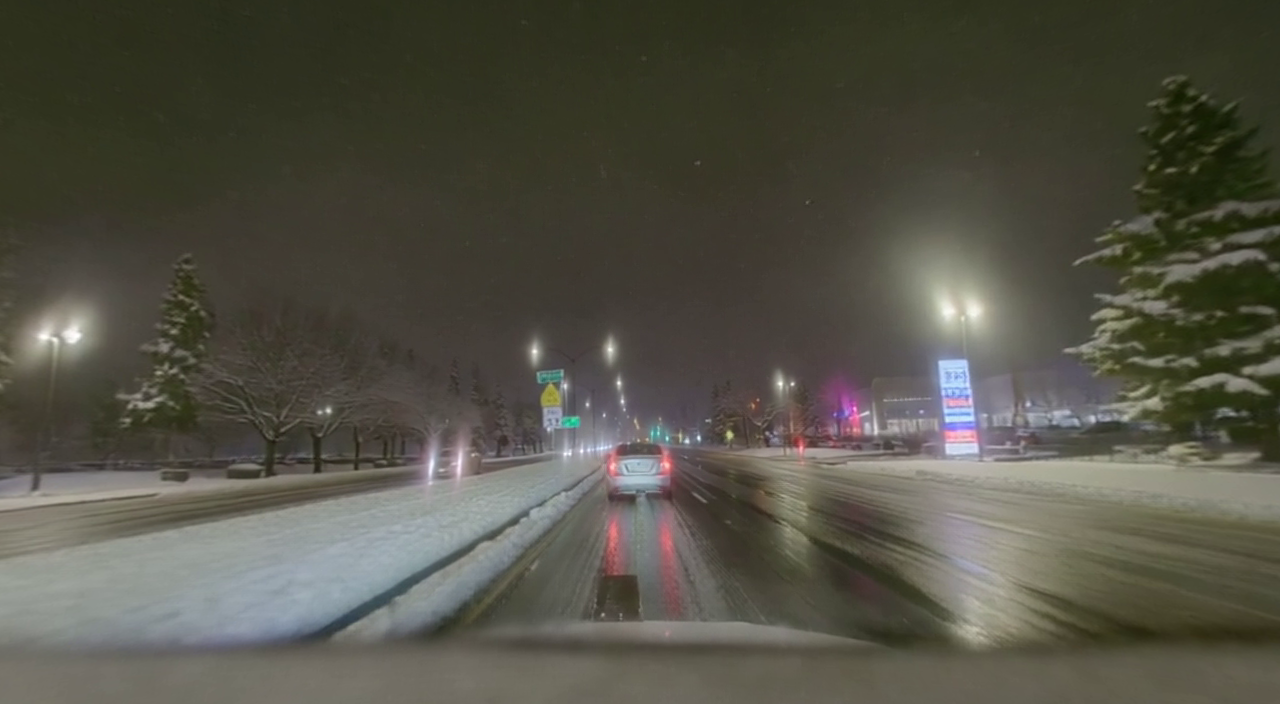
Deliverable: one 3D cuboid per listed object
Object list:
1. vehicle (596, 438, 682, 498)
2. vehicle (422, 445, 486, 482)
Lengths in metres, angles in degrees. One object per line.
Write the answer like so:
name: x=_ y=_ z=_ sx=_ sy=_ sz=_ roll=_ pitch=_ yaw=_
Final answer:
vehicle: x=-0.055 y=3.179 z=17.645 sx=2.126 sy=1.475 sz=3.967 roll=0 pitch=-8 yaw=-1
vehicle: x=-9.183 y=5.514 z=31.450 sx=1.903 sy=1.476 sz=4.395 roll=-5 pitch=-8 yaw=-1
